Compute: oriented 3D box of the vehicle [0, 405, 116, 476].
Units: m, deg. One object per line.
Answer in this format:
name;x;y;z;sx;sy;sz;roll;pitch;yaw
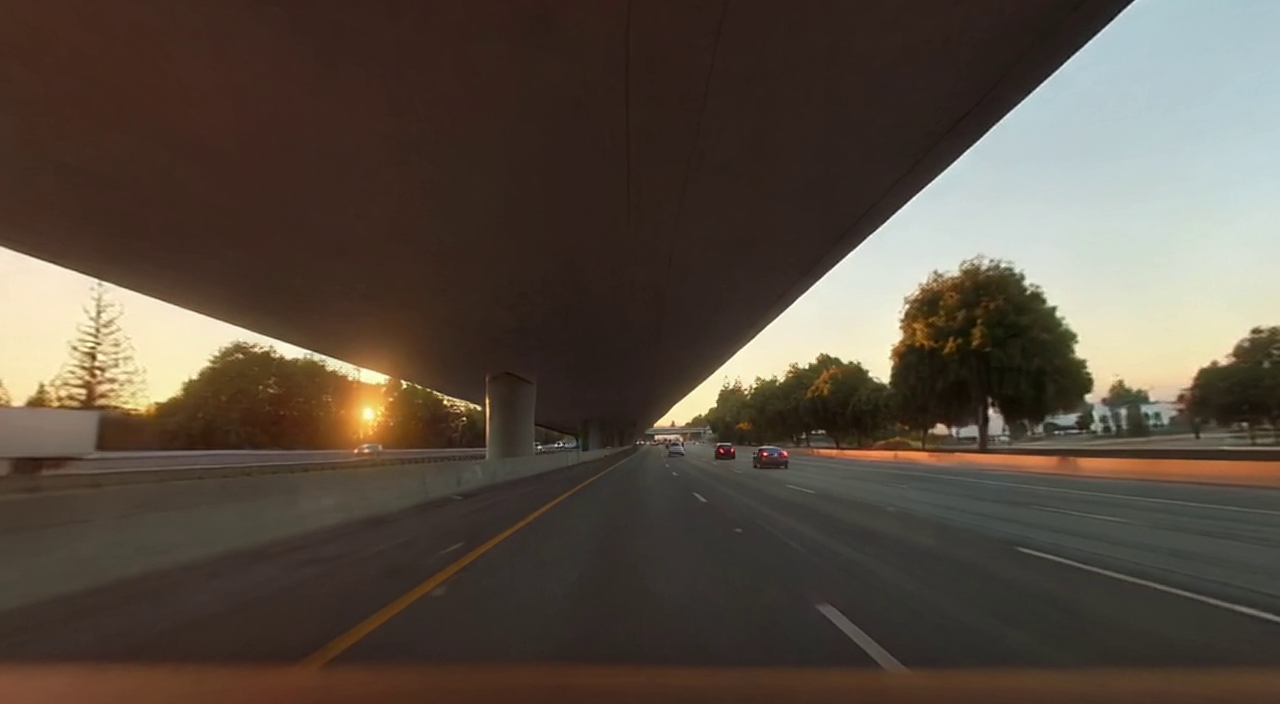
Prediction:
vehicle;-39.023;5.135;36.611;2.933;4.165;16.704;0;-9;1
